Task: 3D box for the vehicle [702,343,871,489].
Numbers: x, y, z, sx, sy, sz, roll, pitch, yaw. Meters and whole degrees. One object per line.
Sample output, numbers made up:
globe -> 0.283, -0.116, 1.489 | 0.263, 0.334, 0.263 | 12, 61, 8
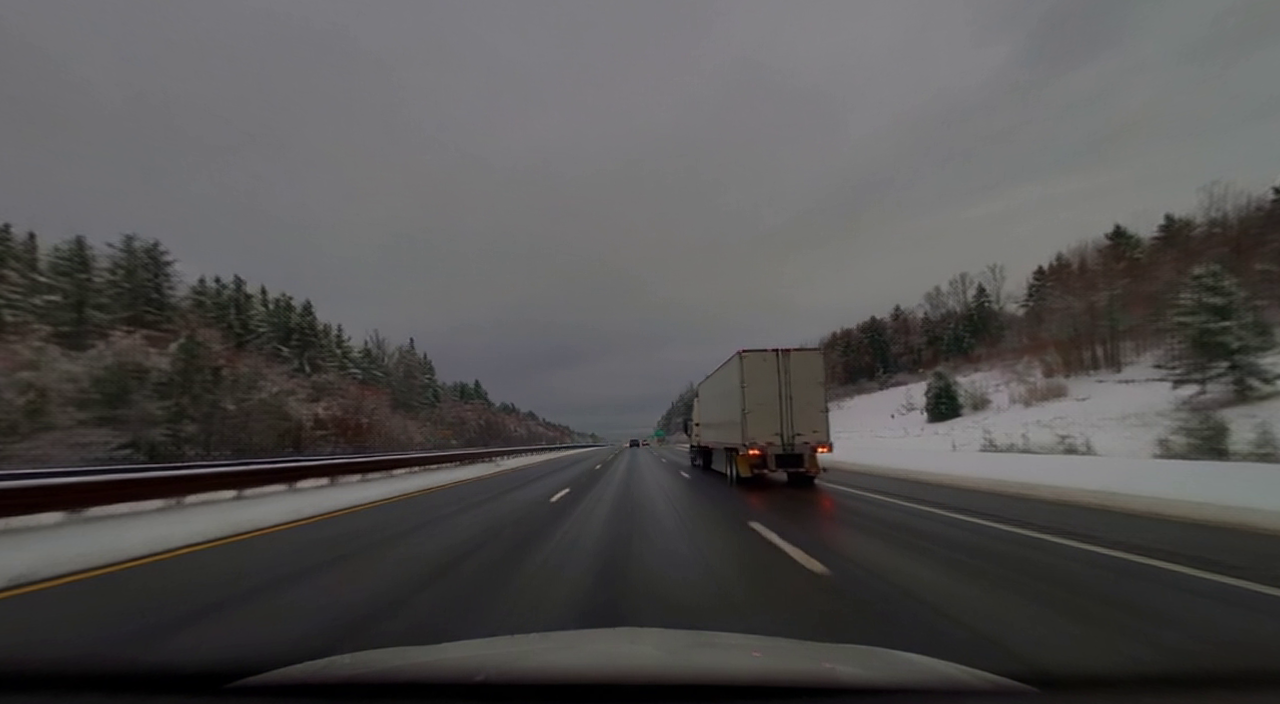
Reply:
vehicle -> 4.306, 2.292, 21.112 | 3.348, 3.847, 8.908 | 0, -8, -1
